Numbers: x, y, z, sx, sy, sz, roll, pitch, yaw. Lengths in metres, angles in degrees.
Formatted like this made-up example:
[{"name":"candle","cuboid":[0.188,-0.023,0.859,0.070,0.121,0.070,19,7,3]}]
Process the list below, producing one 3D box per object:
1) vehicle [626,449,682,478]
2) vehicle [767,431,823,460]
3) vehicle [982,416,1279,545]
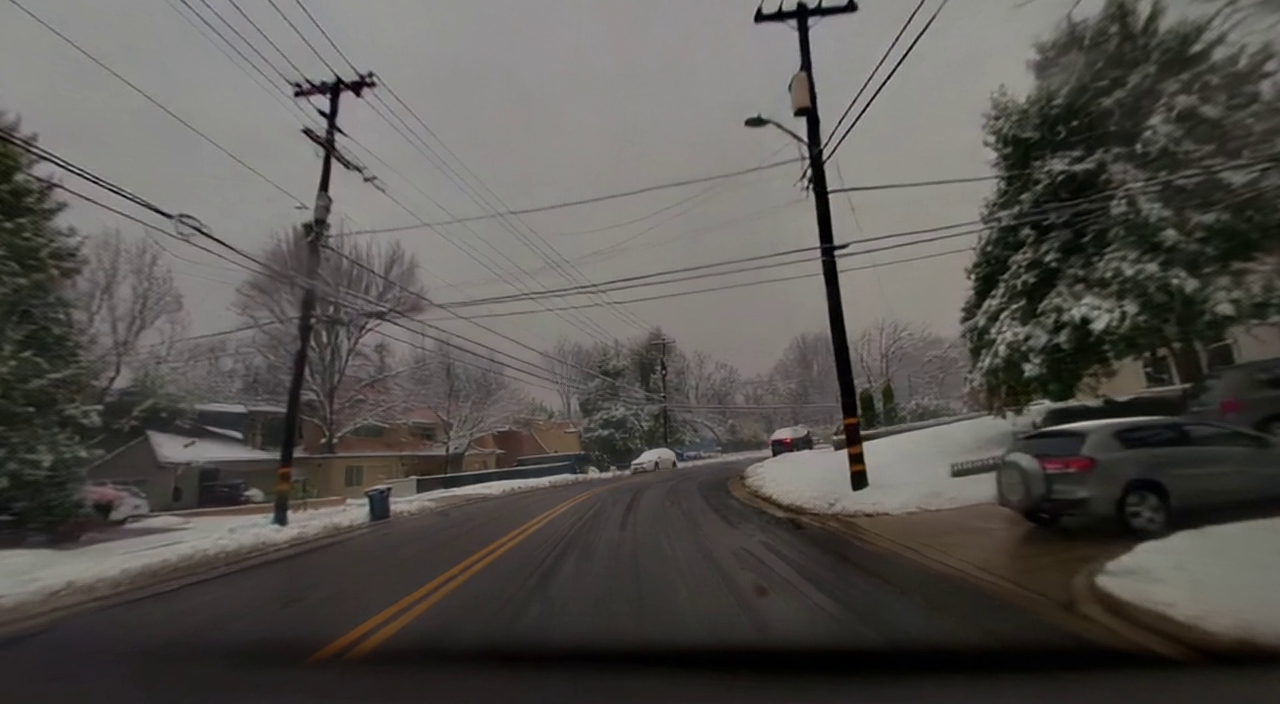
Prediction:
[{"name":"vehicle","cuboid":[1.069,8.109,46.180,2.039,1.949,4.511,-5,-10,32]},{"name":"vehicle","cuboid":[11.250,6.723,45.572,2.086,1.974,4.890,-6,-10,36]},{"name":"vehicle","cuboid":[7.710,1.889,9.640,3.846,1.725,1.920,0,-8,-3]}]
